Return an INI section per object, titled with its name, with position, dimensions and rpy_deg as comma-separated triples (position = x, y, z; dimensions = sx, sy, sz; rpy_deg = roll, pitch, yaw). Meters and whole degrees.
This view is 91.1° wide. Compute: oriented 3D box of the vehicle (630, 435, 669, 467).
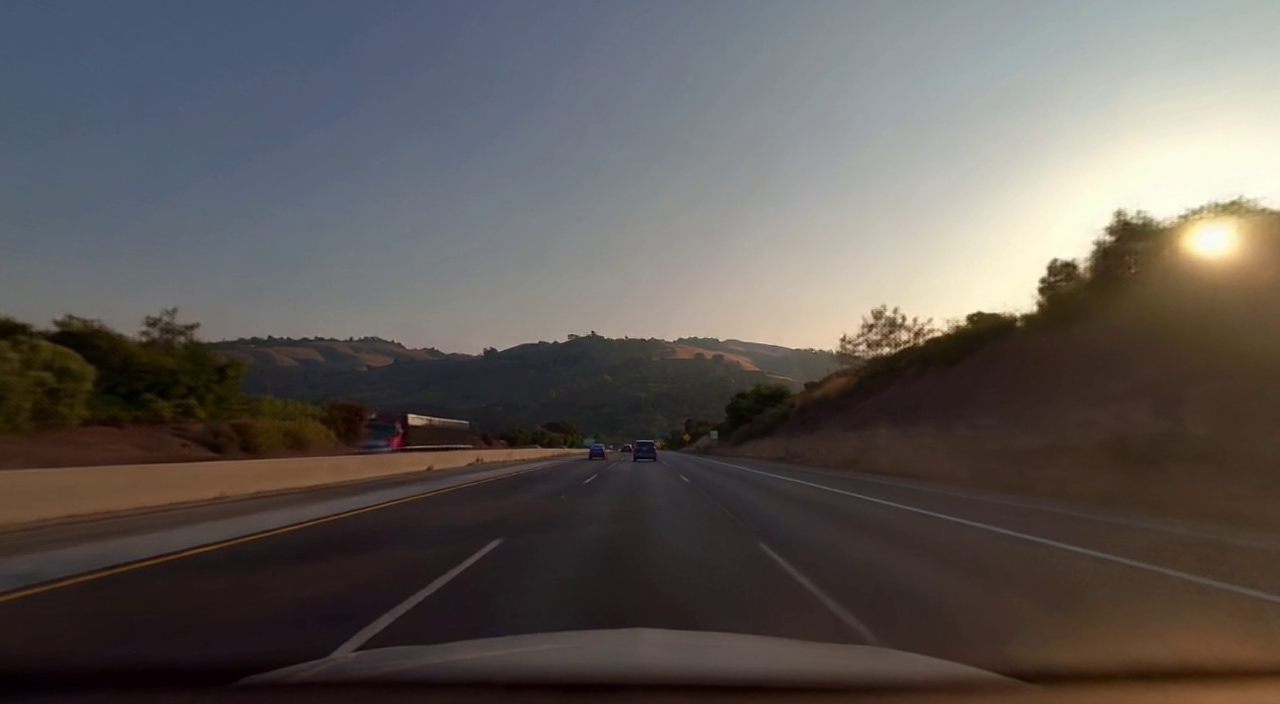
[vehicle]
position = 0.534, 6.150, 39.251
dimensions = 2.272, 1.836, 4.866
rpy_deg = 0, -8, 0
